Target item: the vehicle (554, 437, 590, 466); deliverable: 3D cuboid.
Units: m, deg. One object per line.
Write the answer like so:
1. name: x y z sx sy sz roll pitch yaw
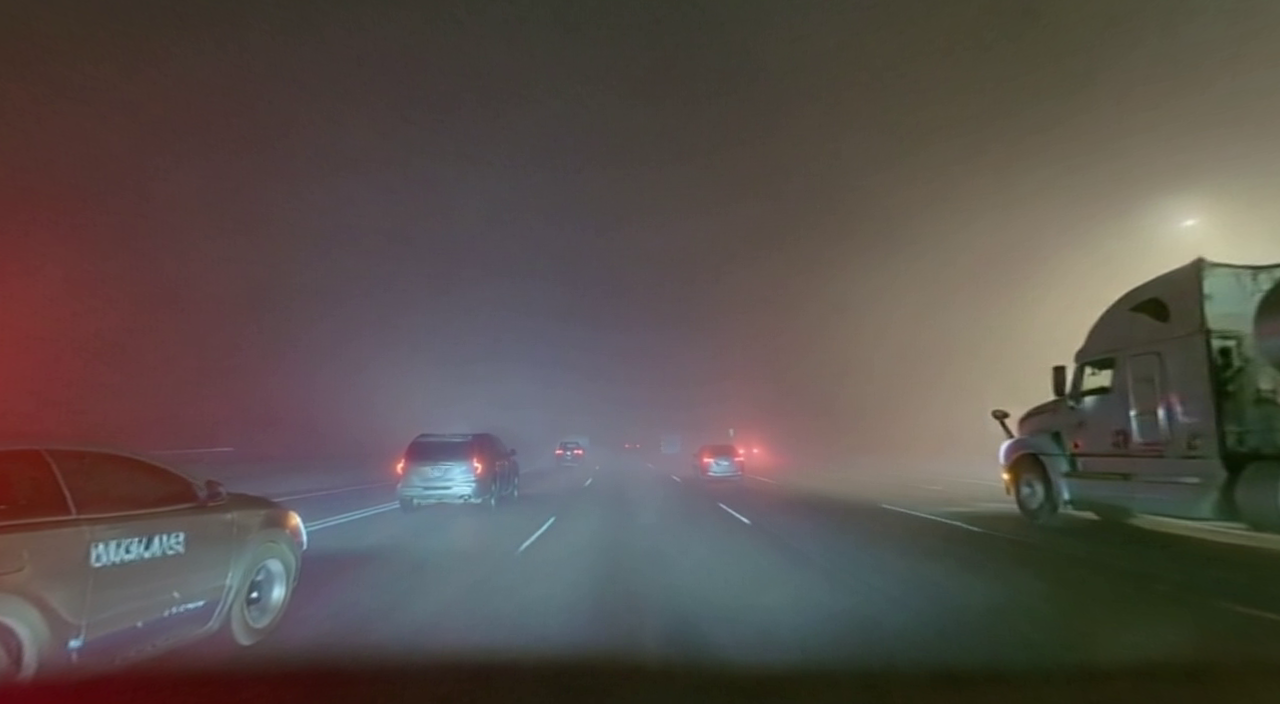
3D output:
1. vehicle: -4.504 6.674 42.451 2.149 1.843 4.348 0 -8 -3

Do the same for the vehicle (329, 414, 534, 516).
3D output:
1. vehicle: -4.259 2.477 14.381 2.684 1.839 5.803 0 -8 0

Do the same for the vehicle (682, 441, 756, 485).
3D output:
1. vehicle: 2.915 4.191 24.234 2.053 1.510 4.400 0 -8 -3

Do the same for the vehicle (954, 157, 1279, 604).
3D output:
1. vehicle: 7.316 0.171 4.921 3.548 3.827 11.870 0 -8 0
